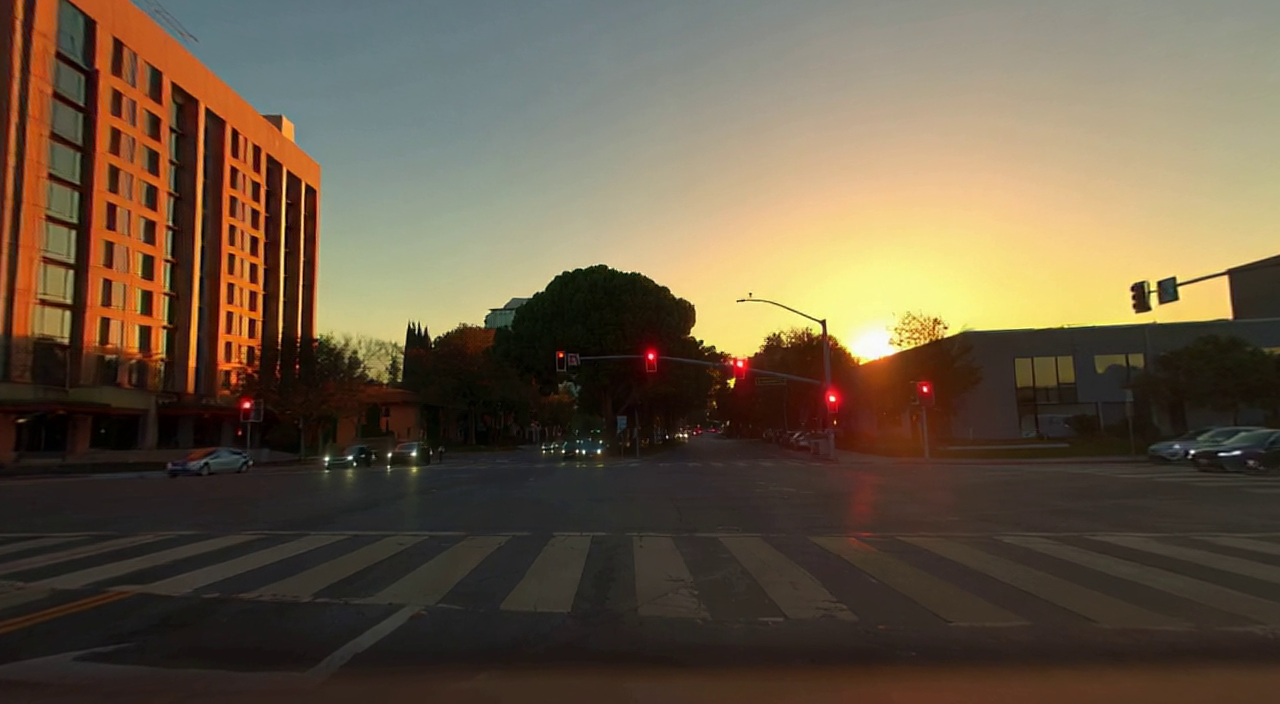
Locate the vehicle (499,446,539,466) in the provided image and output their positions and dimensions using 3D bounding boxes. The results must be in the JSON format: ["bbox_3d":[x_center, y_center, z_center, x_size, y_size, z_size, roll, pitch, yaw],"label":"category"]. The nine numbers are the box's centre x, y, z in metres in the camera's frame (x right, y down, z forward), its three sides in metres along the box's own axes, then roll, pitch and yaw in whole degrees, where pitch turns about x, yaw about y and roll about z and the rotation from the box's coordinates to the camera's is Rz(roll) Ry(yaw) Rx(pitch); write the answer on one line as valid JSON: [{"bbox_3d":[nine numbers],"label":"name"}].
[{"bbox_3d":[-8.120,7.008,42.604,1.910,1.321,3.692,0,-9,1],"label":"vehicle"}]

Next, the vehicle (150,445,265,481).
[{"bbox_3d":[-24.133,6.152,35.370,2.032,1.839,4.884,-3,-9,20],"label":"vehicle"}]

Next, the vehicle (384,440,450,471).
[{"bbox_3d":[-15.144,7.041,43.148,2.340,1.946,5.450,0,-9,2],"label":"vehicle"}]

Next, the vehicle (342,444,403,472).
[{"bbox_3d":[-18.582,7.352,44.011,2.237,1.801,4.541,0,-9,1],"label":"vehicle"}]

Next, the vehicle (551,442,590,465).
[{"bbox_3d":[-4.552,6.713,41.678,1.954,1.431,4.050,-1,-9,2],"label":"vehicle"}]

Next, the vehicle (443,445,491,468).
[{"bbox_3d":[-11.659,7.075,42.691,1.911,1.476,4.297,-1,-9,2],"label":"vehicle"}]

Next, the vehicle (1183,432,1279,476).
[{"bbox_3d":[22.308,3.580,22.251,4.474,1.477,1.908,0,-9,-3],"label":"vehicle"}]
